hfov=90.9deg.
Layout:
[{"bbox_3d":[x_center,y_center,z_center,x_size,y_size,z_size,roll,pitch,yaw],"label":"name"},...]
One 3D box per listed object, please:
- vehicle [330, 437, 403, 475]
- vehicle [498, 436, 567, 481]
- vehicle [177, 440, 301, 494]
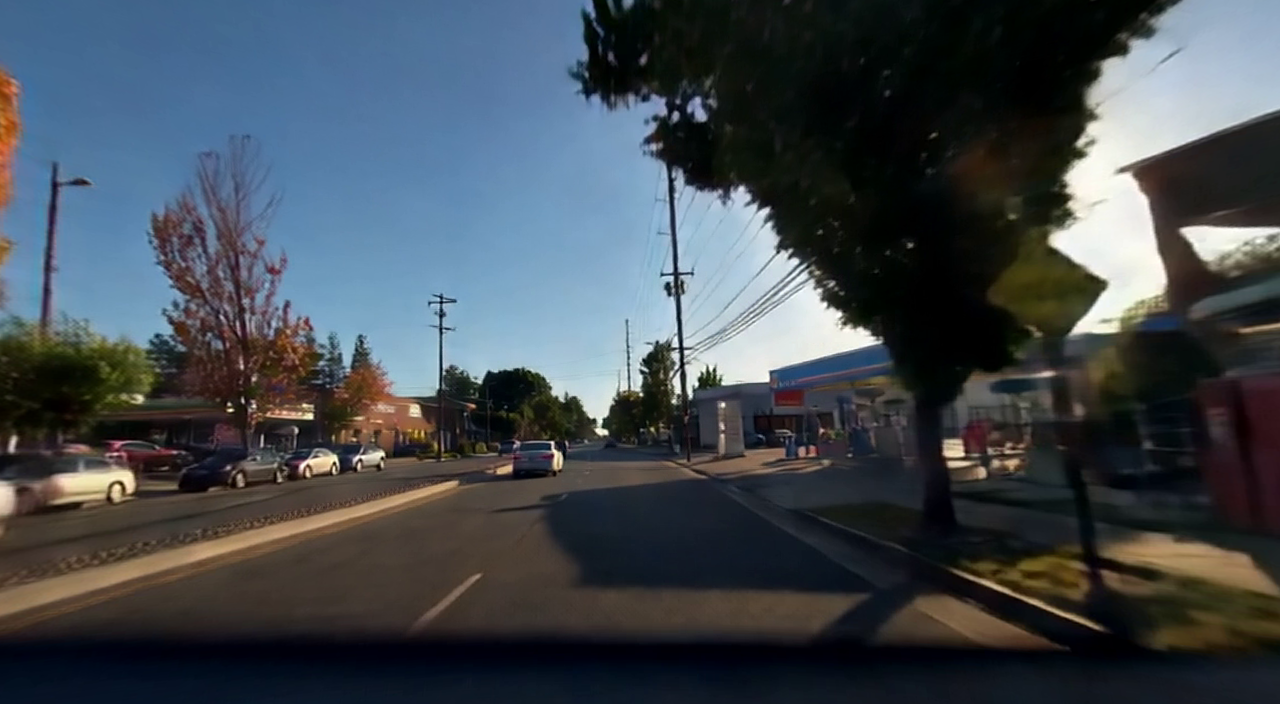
[{"bbox_3d":[-16.677,6.348,38.779,2.353,2.144,4.847,0,-8,-1],"label":"vehicle"},{"bbox_3d":[-3.921,3.938,23.619,2.073,1.525,3.968,0,-8,-3],"label":"vehicle"},{"bbox_3d":[-17.052,4.875,27.183,2.336,2.092,4.625,0,-8,-1],"label":"vehicle"}]
